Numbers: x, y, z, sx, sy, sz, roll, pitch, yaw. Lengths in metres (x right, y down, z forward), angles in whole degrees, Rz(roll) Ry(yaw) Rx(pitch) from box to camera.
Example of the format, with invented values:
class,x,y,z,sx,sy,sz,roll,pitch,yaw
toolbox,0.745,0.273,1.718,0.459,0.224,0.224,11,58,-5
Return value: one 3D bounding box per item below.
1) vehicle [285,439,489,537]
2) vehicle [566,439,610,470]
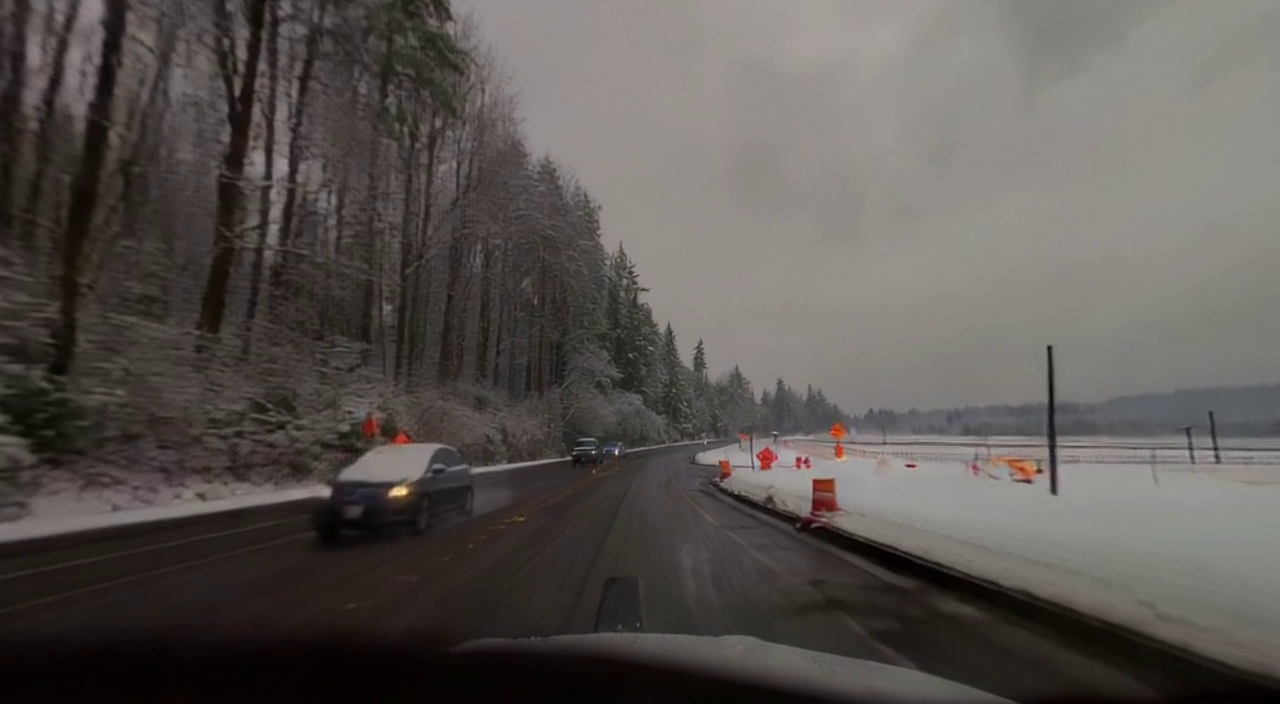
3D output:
class,x,y,z,sx,sy,sz,roll,pitch,yaw
vehicle,-4.408,2.428,11.875,1.964,1.481,4.199,-1,-9,2
vehicle,-3.411,6.877,42.424,2.119,1.935,4.881,-1,-9,5
